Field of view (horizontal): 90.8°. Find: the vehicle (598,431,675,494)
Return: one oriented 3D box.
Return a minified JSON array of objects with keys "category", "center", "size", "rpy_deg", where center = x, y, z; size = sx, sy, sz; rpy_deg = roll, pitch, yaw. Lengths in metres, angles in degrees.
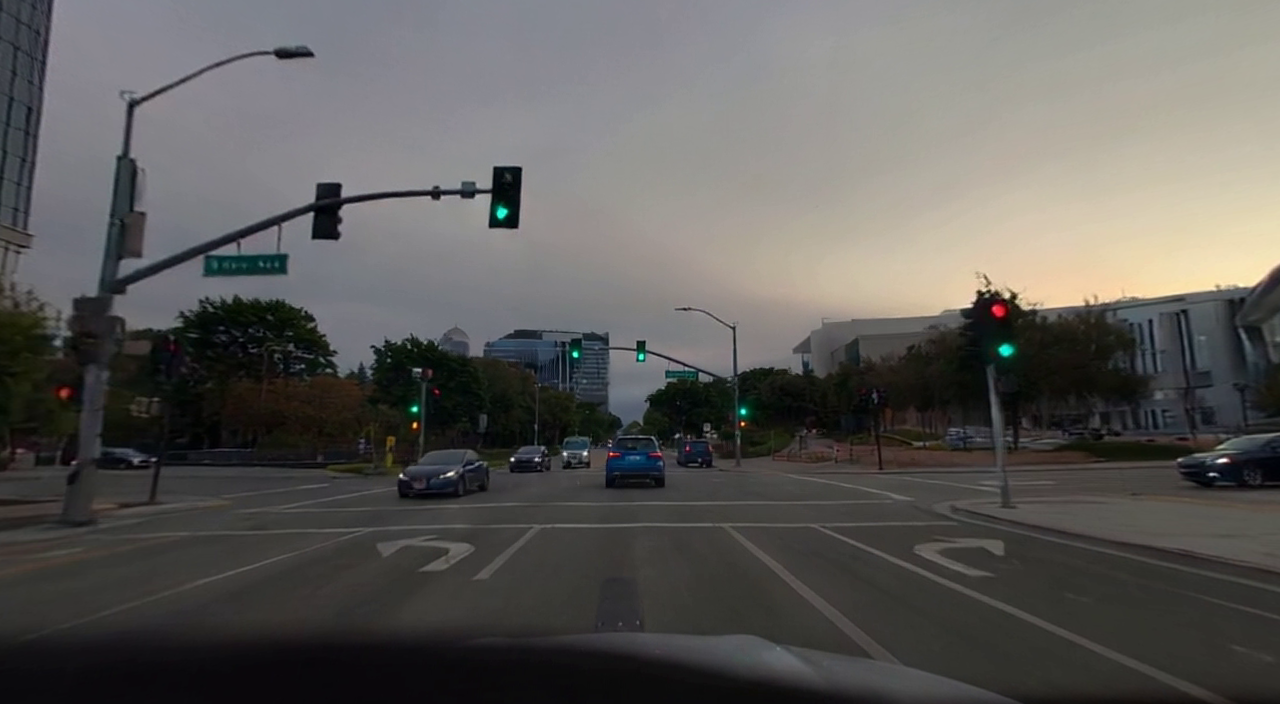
[{"category":"vehicle","center":[-0.142,3.454,20.120],"size":[2.183,1.765,4.059],"rpy_deg":[0,-8,-1]}]

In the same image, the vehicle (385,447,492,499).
[{"category":"vehicle","center":[-6.295,3.806,20.364],"size":[1.934,1.476,4.457],"rpy_deg":[0,-8,1]}]

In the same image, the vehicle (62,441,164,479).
[{"category":"vehicle","center":[-26.133,5.312,31.328],"size":[4.393,1.730,2.151],"rpy_deg":[-5,-9,26]}]

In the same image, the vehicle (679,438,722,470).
[{"category":"vehicle","center":[3.780,6.500,40.480],"size":[2.113,1.869,5.322],"rpy_deg":[0,-8,-2]}]

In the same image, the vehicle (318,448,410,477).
[{"category":"vehicle","center":[-16.002,6.366,36.709],"size":[4.588,1.582,1.980],"rpy_deg":[5,-11,-33]}]

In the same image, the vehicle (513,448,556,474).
[{"category":"vehicle","center":[-6.353,6.570,38.384],"size":[1.874,1.480,4.148],"rpy_deg":[0,-8,1]}]
